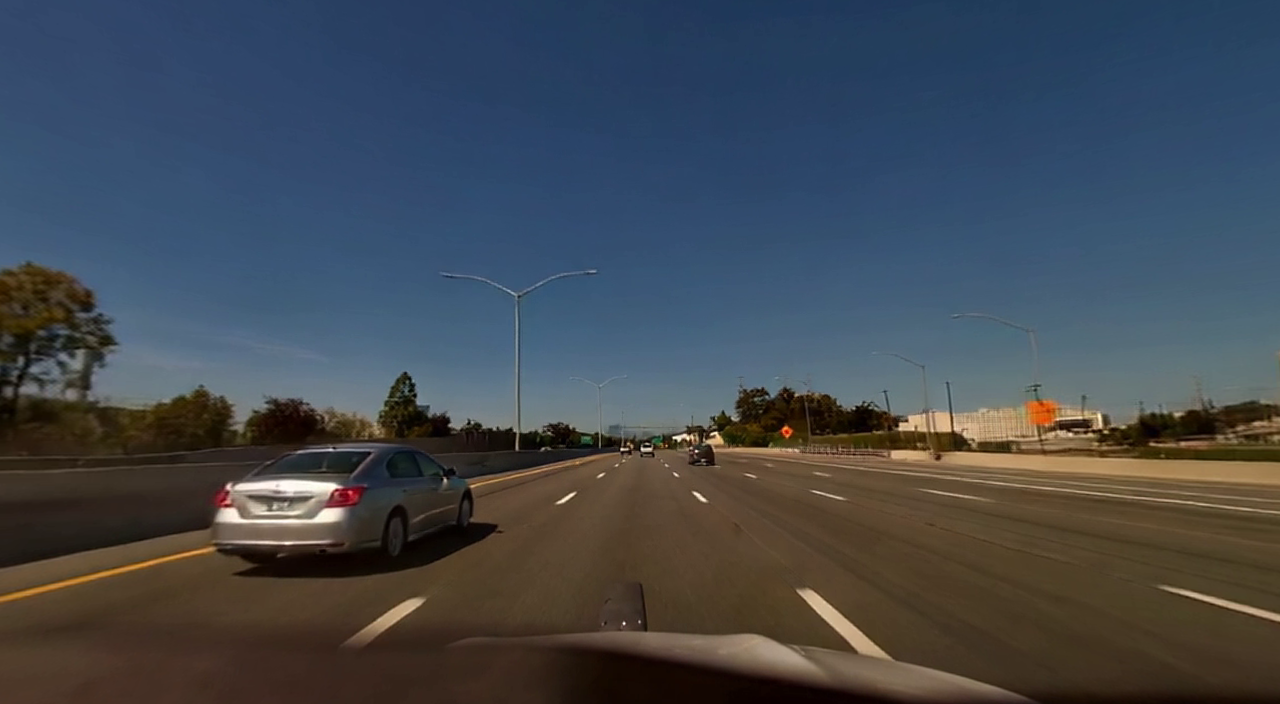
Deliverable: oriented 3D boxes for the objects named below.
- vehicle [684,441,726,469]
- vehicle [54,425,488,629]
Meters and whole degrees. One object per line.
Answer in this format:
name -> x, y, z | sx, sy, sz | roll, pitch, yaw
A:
vehicle -> 3.704, 6.024, 36.935 | 1.949, 1.515, 4.374 | 0, -9, -1
vehicle -> -3.348, 1.663, 7.141 | 1.979, 1.505, 4.705 | 0, -9, 2
